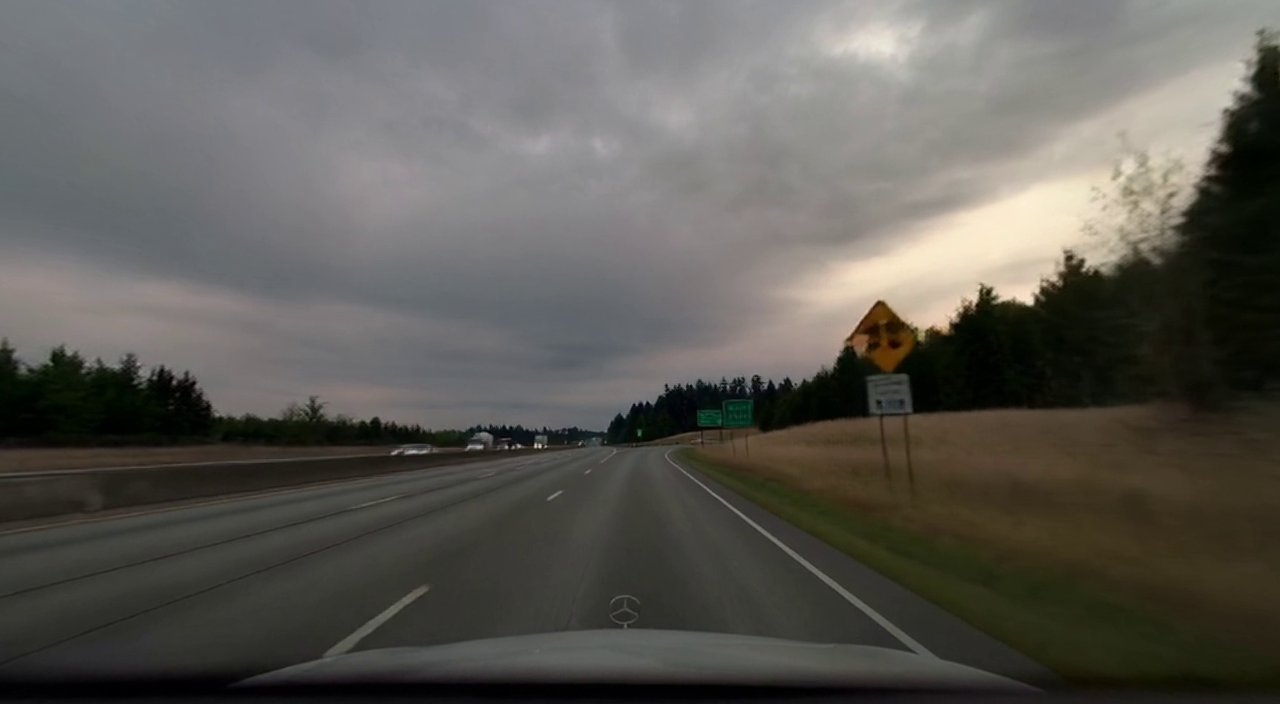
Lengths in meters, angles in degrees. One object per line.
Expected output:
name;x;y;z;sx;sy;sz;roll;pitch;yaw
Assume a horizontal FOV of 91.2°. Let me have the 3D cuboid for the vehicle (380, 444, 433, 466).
vehicle;-16.642;7.333;44.951;1.888;1.502;4.814;0;-8;0
